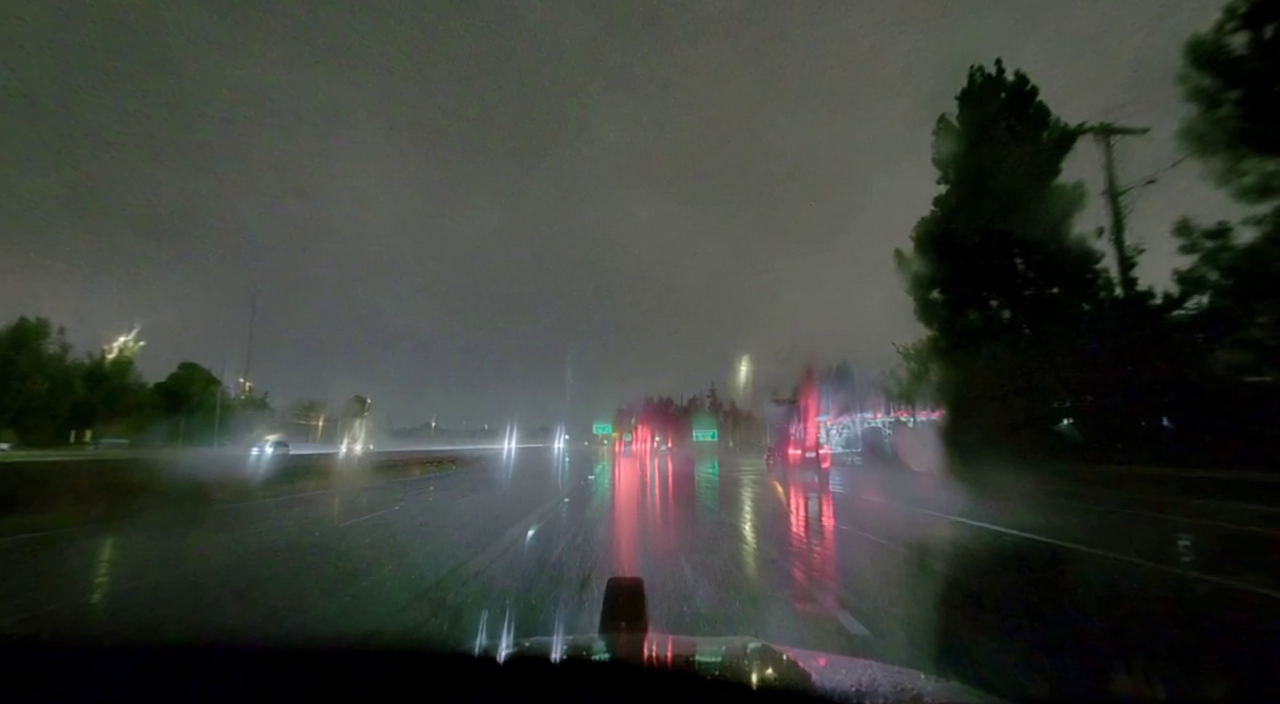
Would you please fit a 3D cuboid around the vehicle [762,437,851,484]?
[{"bbox_3d":[5.615,3.723,21.909,1.867,1.463,4.295,0,-8,-1],"label":"vehicle"}]

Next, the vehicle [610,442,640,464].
[{"bbox_3d":[-1.060,7.060,44.214,1.999,1.473,4.351,0,-8,-2],"label":"vehicle"}]
